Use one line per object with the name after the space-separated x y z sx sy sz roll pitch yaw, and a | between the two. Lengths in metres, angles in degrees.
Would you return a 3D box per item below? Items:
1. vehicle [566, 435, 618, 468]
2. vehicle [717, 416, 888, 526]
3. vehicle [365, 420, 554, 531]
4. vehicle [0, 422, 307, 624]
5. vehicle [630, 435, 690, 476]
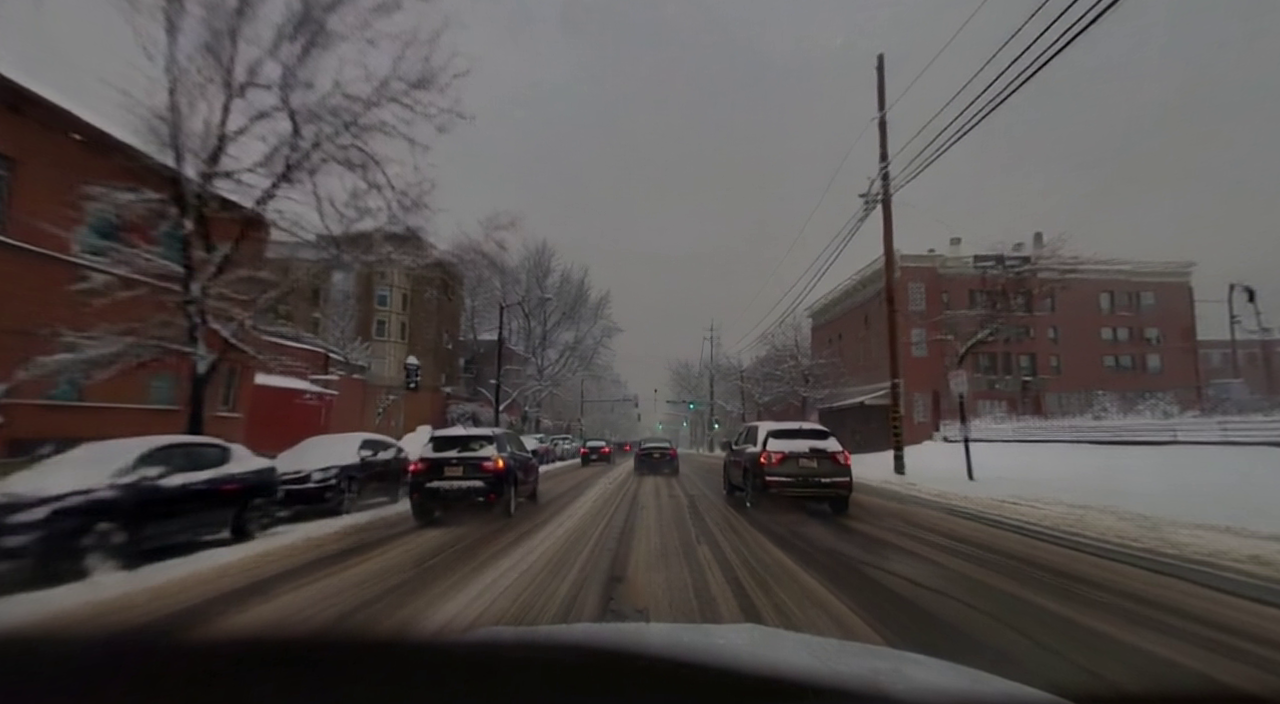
-2.305 4.893 31.421 2.019 1.507 4.643 0 -8 2 | vehicle
2.805 2.152 12.080 2.094 1.709 4.394 0 -8 0 | vehicle
-2.941 2.087 11.318 2.085 1.619 3.976 0 -8 2 | vehicle
-5.798 1.593 6.981 1.869 1.516 4.351 0 -8 0 | vehicle
0.741 3.988 24.656 2.139 1.466 4.373 0 -8 1 | vehicle
